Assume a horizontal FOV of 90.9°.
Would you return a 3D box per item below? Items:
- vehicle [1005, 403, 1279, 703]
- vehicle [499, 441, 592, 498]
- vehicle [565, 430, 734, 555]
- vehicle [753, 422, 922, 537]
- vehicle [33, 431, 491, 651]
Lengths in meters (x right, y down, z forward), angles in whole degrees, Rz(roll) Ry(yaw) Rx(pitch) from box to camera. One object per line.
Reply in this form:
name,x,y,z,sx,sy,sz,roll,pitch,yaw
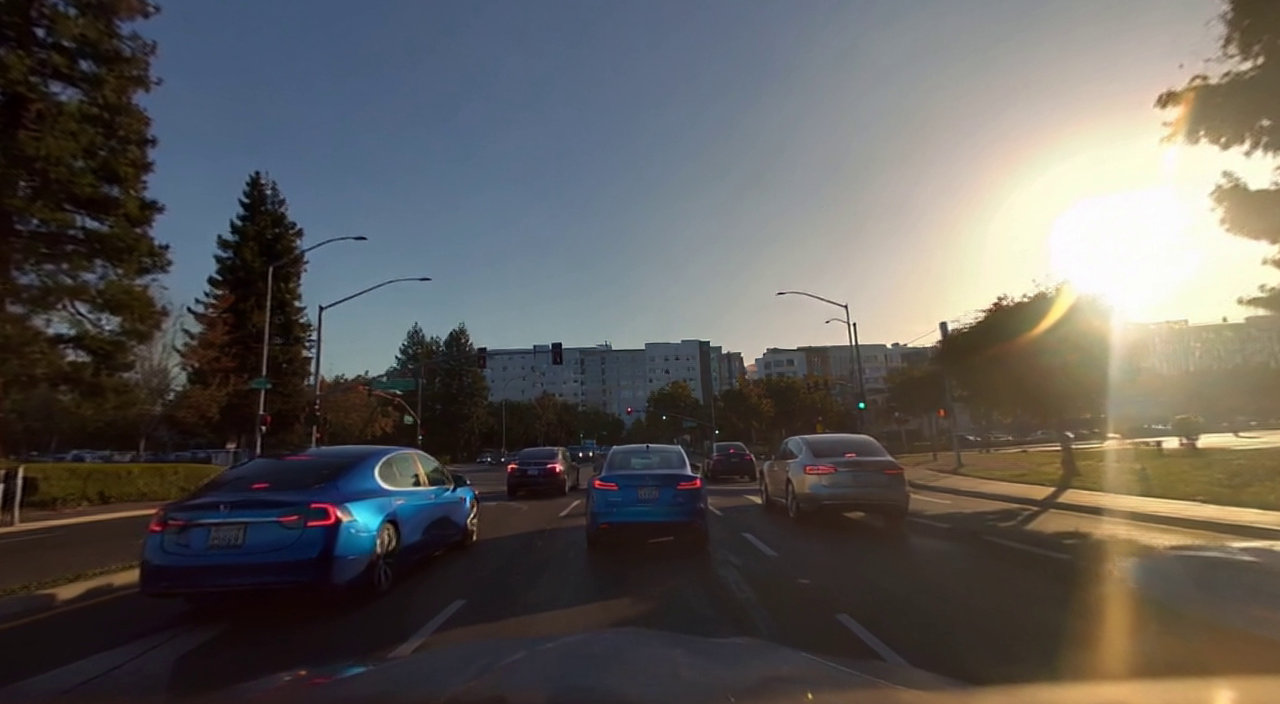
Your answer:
vehicle,3.311,0.851,1.638,1.951,1.522,4.614,0,-9,0
vehicle,-2.732,3.524,19.327,2.089,1.537,4.073,-1,-9,2
vehicle,0.115,2.113,10.225,2.144,1.563,4.218,0,-9,0
vehicle,3.461,2.306,11.950,1.938,1.732,4.006,1,-9,0
vehicle,-3.121,1.631,6.582,2.015,1.478,4.407,0,-9,0
